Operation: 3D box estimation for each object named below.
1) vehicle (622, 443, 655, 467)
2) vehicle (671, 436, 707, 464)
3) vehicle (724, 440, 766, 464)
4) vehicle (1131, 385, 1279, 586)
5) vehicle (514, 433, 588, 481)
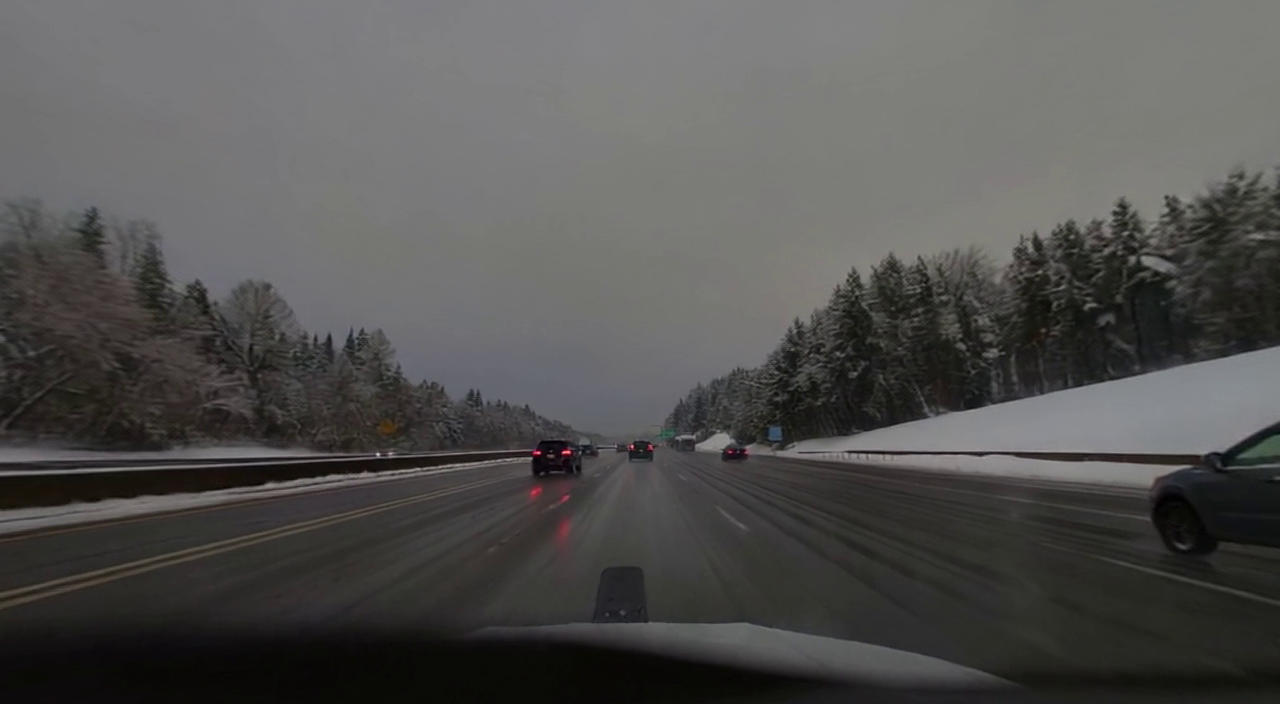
[{"bbox_3d":[-0.086,6.689,41.089,2.050,1.452,3.917,0,-8,0],"label":"vehicle"},{"bbox_3d":[3.721,7.566,48.940,2.348,1.991,5.460,0,-8,0],"label":"vehicle"},{"bbox_3d":[7.444,7.155,45.239,2.196,1.659,4.451,0,-8,-1],"label":"vehicle"},{"bbox_3d":[6.709,1.039,4.653,2.123,1.756,4.959,0,-8,0],"label":"vehicle"},{"bbox_3d":[-3.467,4.227,25.626,2.118,1.750,4.875,-1,-8,2],"label":"vehicle"}]
